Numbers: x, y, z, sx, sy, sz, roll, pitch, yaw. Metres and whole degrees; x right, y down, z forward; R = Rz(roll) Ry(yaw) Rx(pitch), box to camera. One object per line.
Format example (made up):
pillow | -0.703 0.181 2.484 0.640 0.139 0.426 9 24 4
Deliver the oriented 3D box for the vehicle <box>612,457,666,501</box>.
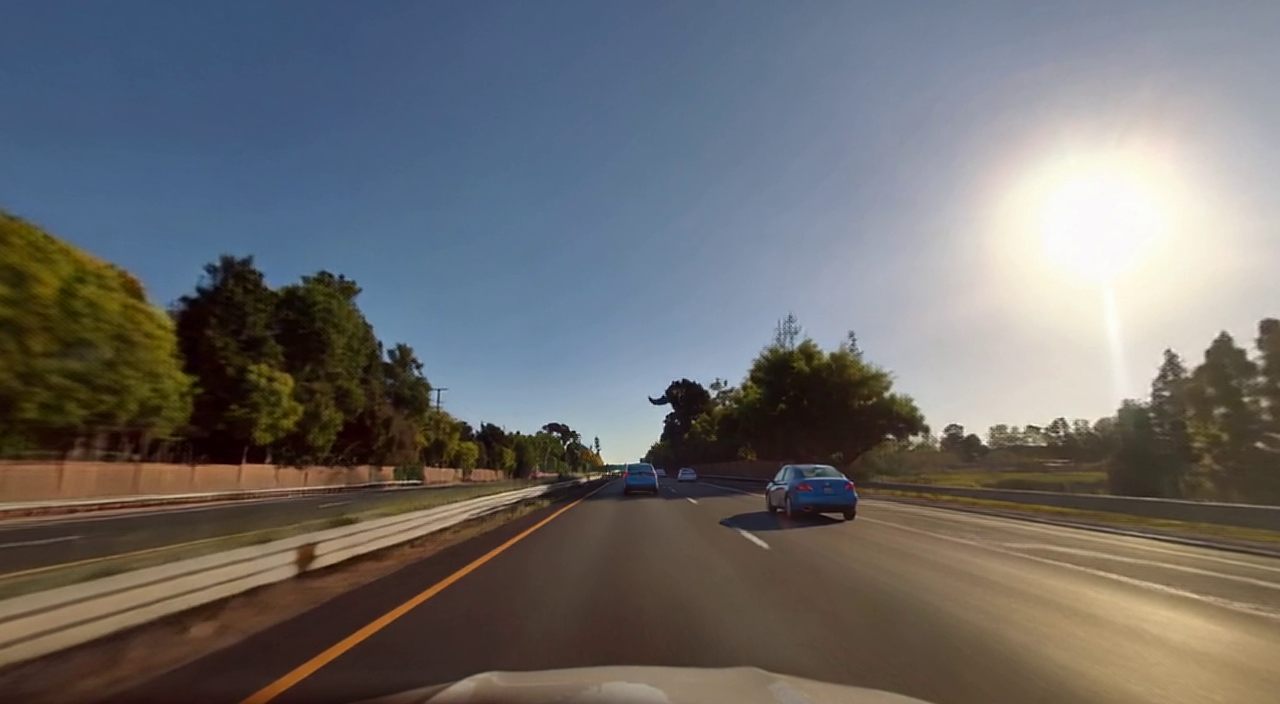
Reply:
vehicle | -0.027 5.201 25.888 2.037 1.605 3.833 1 -11 0

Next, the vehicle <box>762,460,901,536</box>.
vehicle | 4.291 3.351 14.861 1.938 1.494 4.032 1 -11 -1
